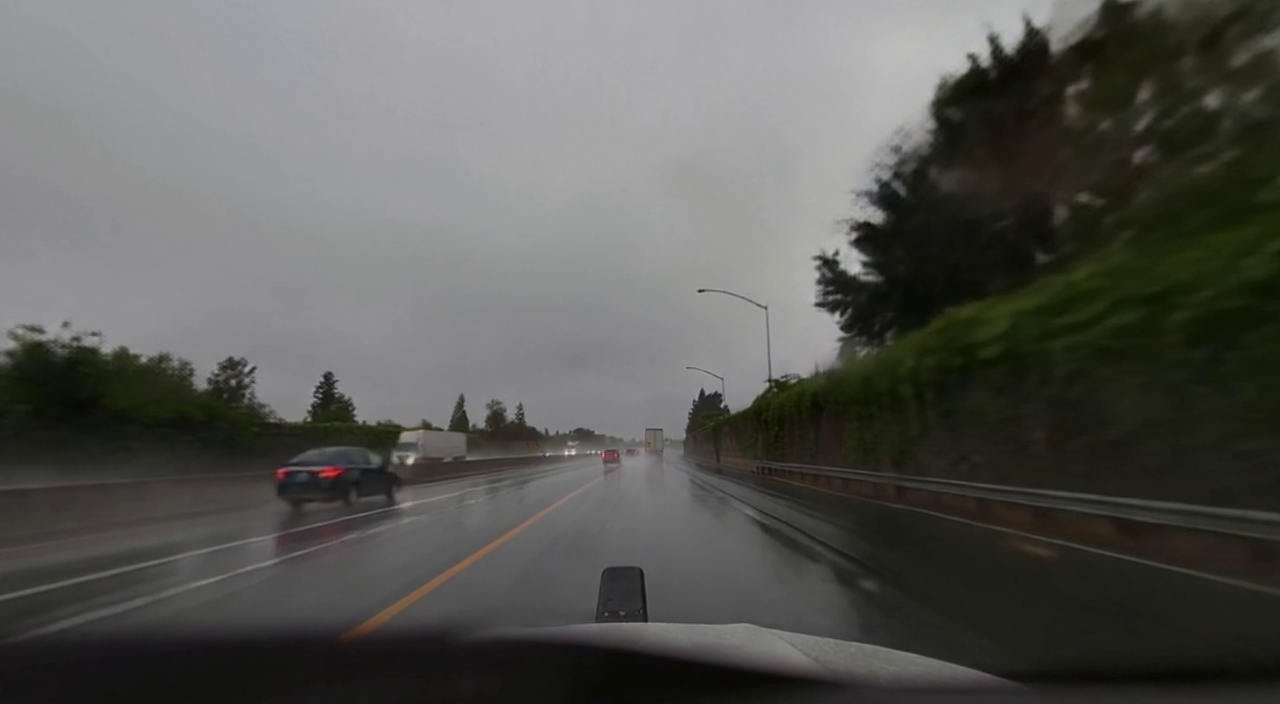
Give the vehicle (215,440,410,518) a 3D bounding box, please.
[{"bbox_3d":[-7.284,2.855,14.681,2.031,1.521,4.503,0,-9,1],"label":"vehicle"}]
